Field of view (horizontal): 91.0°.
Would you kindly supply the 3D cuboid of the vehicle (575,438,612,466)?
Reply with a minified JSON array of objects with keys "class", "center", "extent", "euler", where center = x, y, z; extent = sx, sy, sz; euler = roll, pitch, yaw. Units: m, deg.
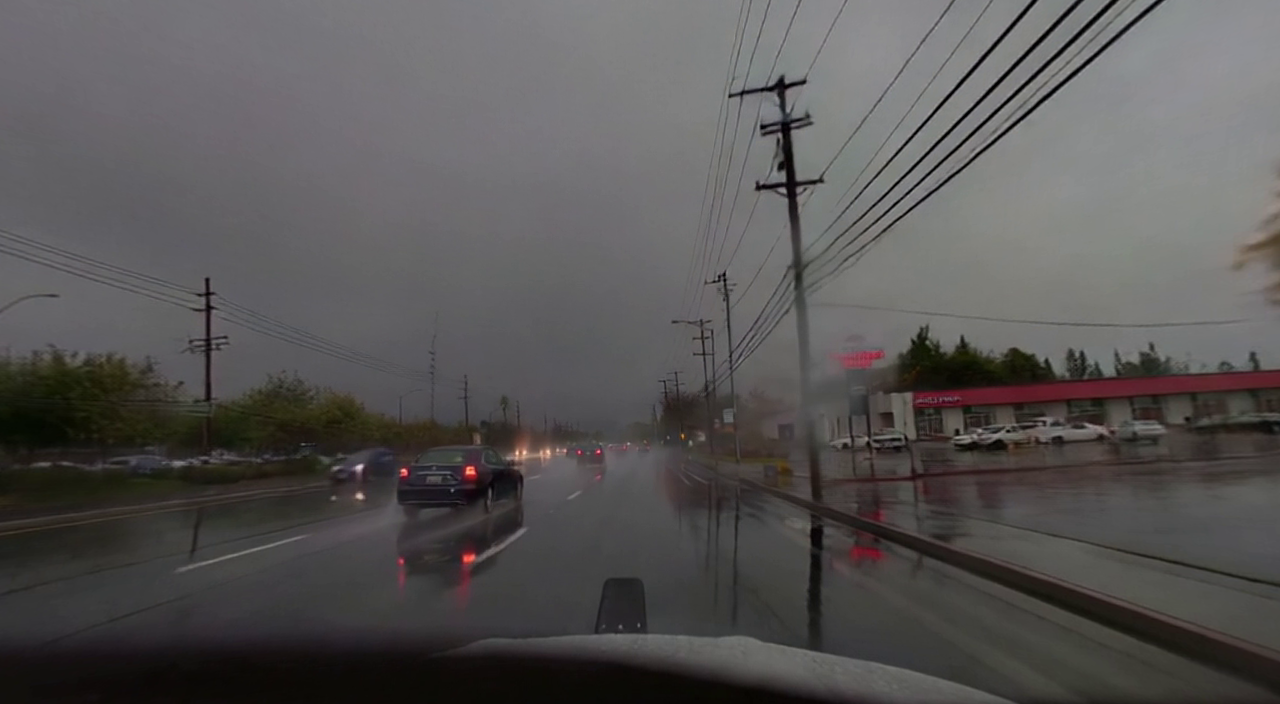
[{"class":"vehicle","center":[-3.116,6.777,42.776],"extent":[2.087,1.736,4.311],"euler":[0,-9,1]}]

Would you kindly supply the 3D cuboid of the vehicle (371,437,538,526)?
[{"class":"vehicle","center":[-3.494,2.513,12.866],"extent":[1.942,1.469,4.426],"euler":[0,-9,2]}]

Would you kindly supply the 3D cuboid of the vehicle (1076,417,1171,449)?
[{"class":"vehicle","center":[28.854,4.898,37.755],"extent":[1.985,1.739,4.397],"euler":[1,-8,-4]}]

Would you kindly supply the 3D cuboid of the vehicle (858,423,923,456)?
[{"class":"vehicle","center":[16.987,5.907,42.634],"extent":[4.319,1.812,2.020],"euler":[2,-10,-39]}]

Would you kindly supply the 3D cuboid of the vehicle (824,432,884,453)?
[{"class":"vehicle","center":[16.770,7.120,49.317],"extent":[4.497,1.548,1.997],"euler":[6,-10,-31]}]

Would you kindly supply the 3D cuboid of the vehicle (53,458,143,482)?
[{"class":"vehicle","center":[-40.251,8.763,46.868],"extent":[4.560,1.649,2.040],"euler":[1,-9,-6]}]

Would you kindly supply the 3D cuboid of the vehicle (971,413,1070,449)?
[{"class":"vehicle","center":[22.783,4.825,38.058],"extent":[2.266,1.951,5.849],"euler":[1,-8,-1]}]
